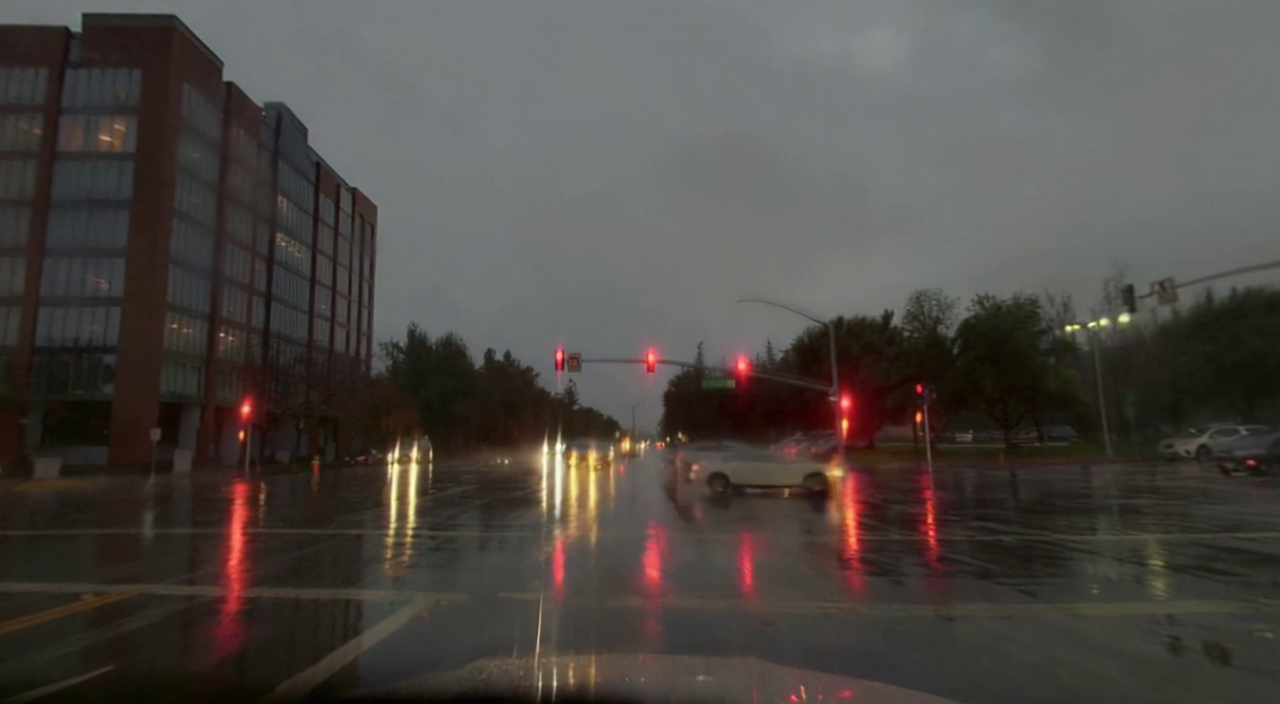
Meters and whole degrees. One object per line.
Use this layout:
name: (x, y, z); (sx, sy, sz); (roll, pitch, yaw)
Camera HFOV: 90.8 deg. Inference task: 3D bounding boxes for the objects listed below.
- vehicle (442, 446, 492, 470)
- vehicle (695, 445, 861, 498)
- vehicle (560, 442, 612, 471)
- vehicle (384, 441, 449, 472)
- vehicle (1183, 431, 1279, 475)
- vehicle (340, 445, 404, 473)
vehicle: (-11.646, 7.145, 42.812); (2.003, 1.476, 4.297); (-1, -9, 2)
vehicle: (3.729, 3.173, 17.034); (4.093, 1.288, 1.910); (-4, -9, 20)
vehicle: (-3.037, 5.663, 34.552); (2.115, 1.445, 4.864); (2, -9, -14)
vehicle: (-15.143, 7.124, 43.232); (2.340, 1.946, 5.450); (-1, -9, 2)
vehicle: (22.319, 3.560, 22.361); (4.474, 1.477, 1.908); (0, -9, -3)
vehicle: (-18.555, 7.411, 44.090); (2.237, 1.842, 5.116); (0, -9, 0)
